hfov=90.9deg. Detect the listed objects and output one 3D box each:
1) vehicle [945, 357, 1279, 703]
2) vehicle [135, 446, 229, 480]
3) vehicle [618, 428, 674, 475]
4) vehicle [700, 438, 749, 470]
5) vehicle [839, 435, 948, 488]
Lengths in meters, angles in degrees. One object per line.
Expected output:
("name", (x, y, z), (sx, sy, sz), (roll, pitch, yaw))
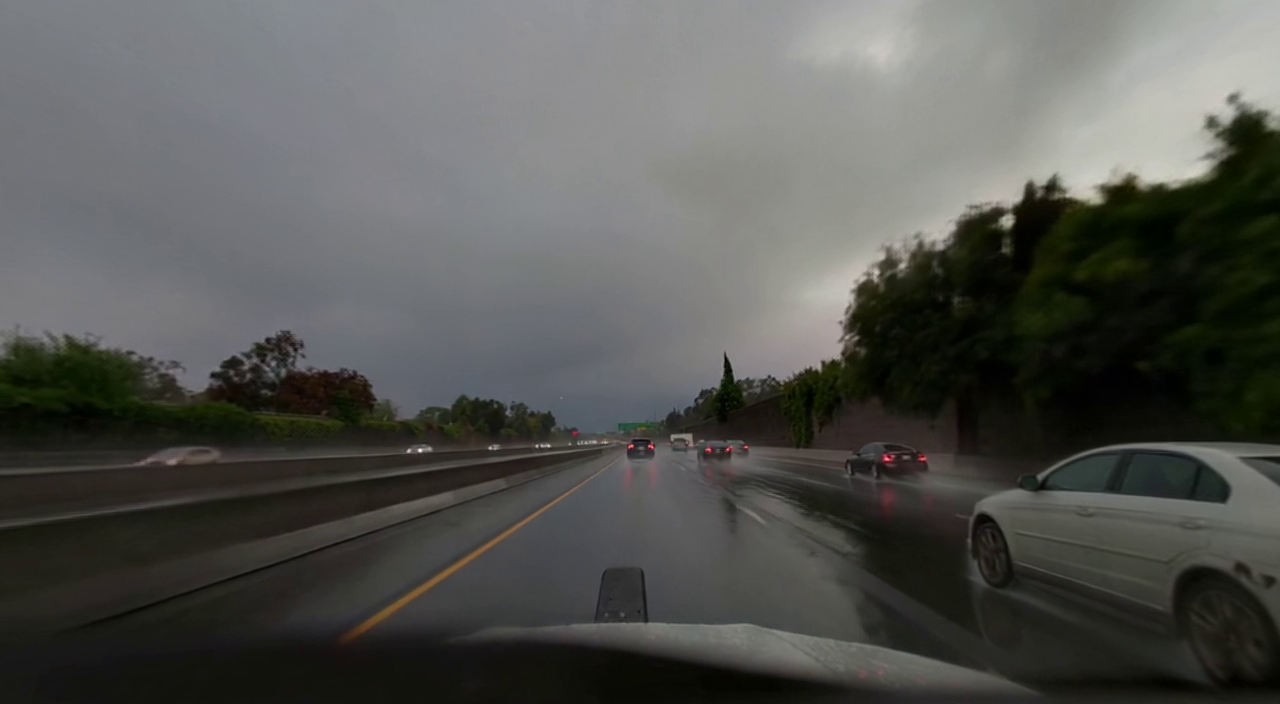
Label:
("vehicle", (3.723, 0.953, 3.361), (2.003, 1.661, 4.418), (-1, -8, 1))
("vehicle", (-27.143, 6.552, 37.597), (1.997, 1.808, 4.776), (-1, -8, 0))
("vehicle", (0.222, 4.260, 27.156), (2.189, 1.852, 4.038), (0, -8, 0))
("vehicle", (4.210, 5.156, 32.013), (1.825, 1.487, 4.034), (0, -8, -1))
("vehicle", (8.089, 3.509, 20.598), (1.810, 1.516, 4.183), (0, -8, 0))
